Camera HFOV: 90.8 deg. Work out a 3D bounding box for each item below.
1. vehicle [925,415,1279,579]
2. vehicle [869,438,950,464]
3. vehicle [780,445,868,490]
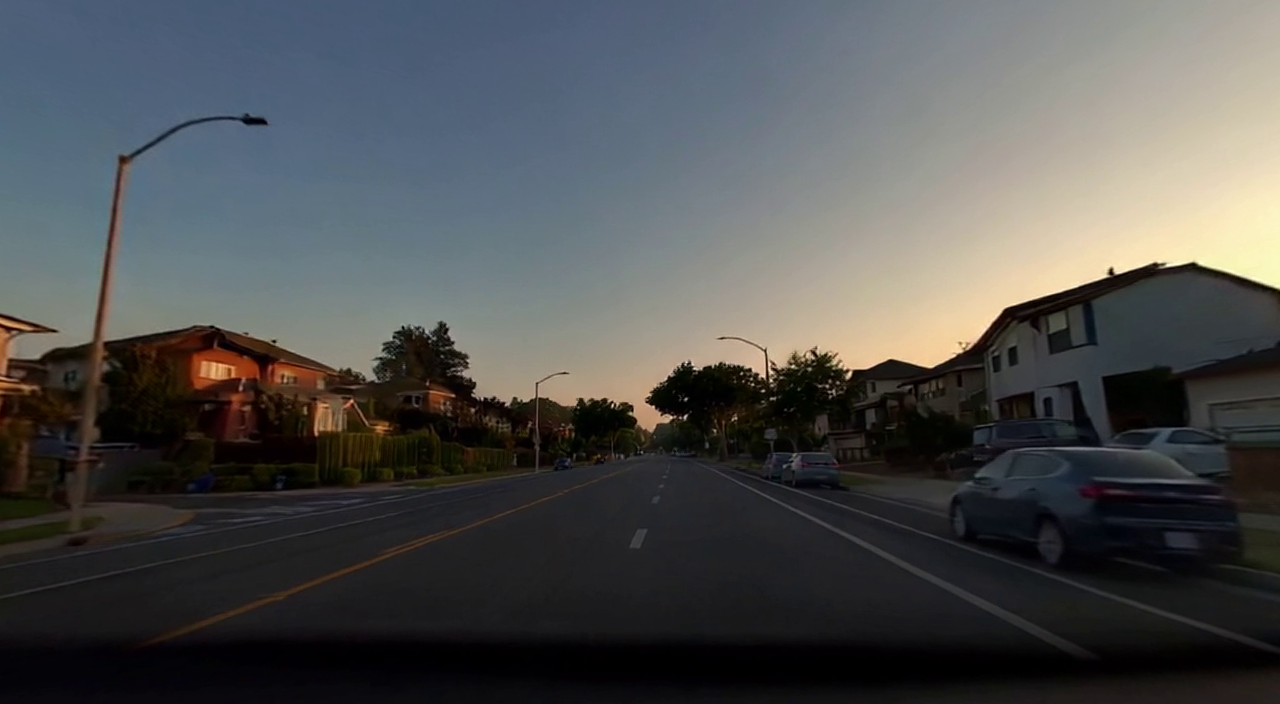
[{"bbox_3d":[5.966,1.819,8.594,1.971,1.558,4.895,-1,-10,1],"label":"vehicle"},{"bbox_3d":[17.238,6.392,40.595,4.293,1.640,1.861,0,-10,2],"label":"vehicle"},{"bbox_3d":[6.815,4.309,23.927,1.938,1.464,4.390,-1,-8,0],"label":"vehicle"}]
